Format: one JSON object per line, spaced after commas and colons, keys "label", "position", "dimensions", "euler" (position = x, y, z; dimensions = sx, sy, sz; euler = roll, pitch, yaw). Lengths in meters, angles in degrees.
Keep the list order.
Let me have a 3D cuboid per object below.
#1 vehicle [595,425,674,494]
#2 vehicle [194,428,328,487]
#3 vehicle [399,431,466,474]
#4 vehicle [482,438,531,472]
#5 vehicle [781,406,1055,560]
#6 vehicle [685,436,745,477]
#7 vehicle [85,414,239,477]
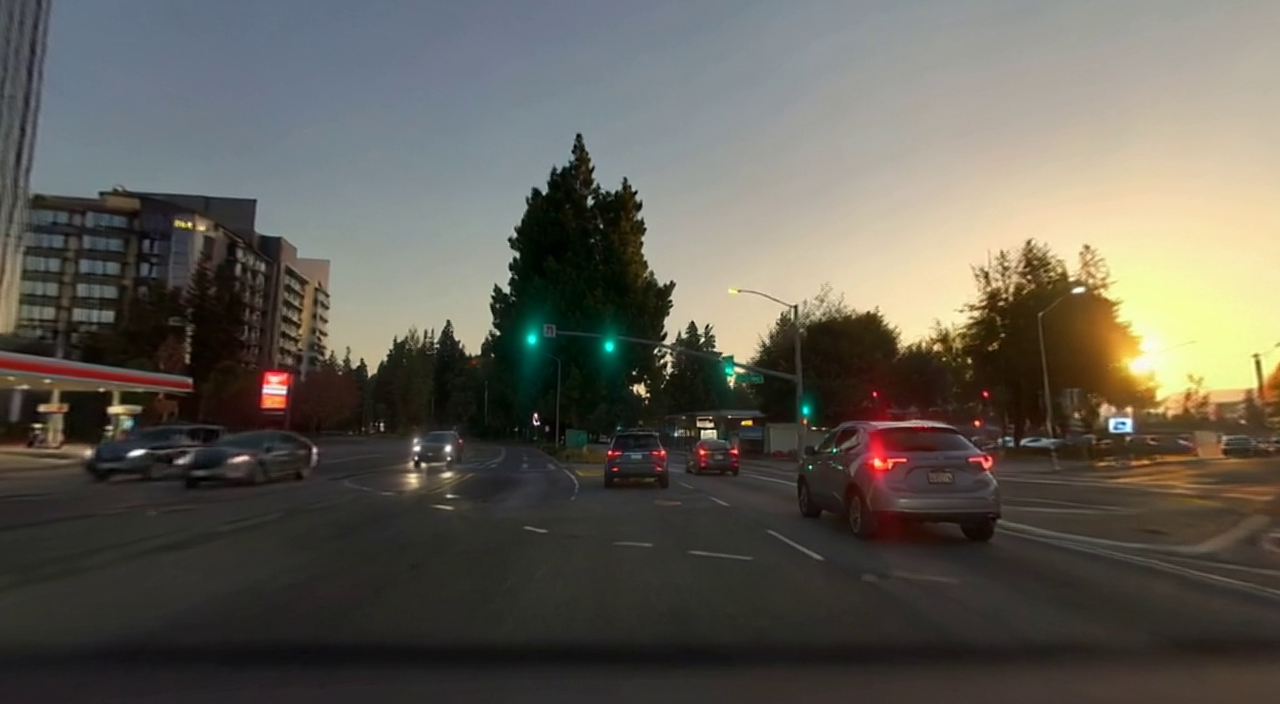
{"label": "vehicle", "position": [-0.212, 3.095, 18.518], "dimensions": [2.051, 1.798, 4.168], "euler": [0, -8, -2]}
{"label": "vehicle", "position": [-11.924, 3.320, 20.184], "dimensions": [2.023, 1.671, 4.174], "euler": [1, -8, -6]}
{"label": "vehicle", "position": [-9.347, 4.544, 28.719], "dimensions": [1.992, 1.755, 4.283], "euler": [1, -8, -7]}
{"label": "vehicle", "position": [-6.470, 5.004, 30.869], "dimensions": [1.987, 1.505, 4.337], "euler": [1, -8, -8]}
{"label": "vehicle", "position": [3.681, 1.805, 9.398], "dimensions": [2.000, 1.745, 4.206], "euler": [0, -8, -3]}
{"label": "vehicle", "position": [3.146, 4.434, 26.975], "dimensions": [1.800, 1.592, 3.658], "euler": [1, -8, -5]}
{"label": "vehicle", "position": [-19.043, 3.762, 25.527], "dimensions": [2.460, 2.257, 5.387], "euler": [1, -8, -7]}
